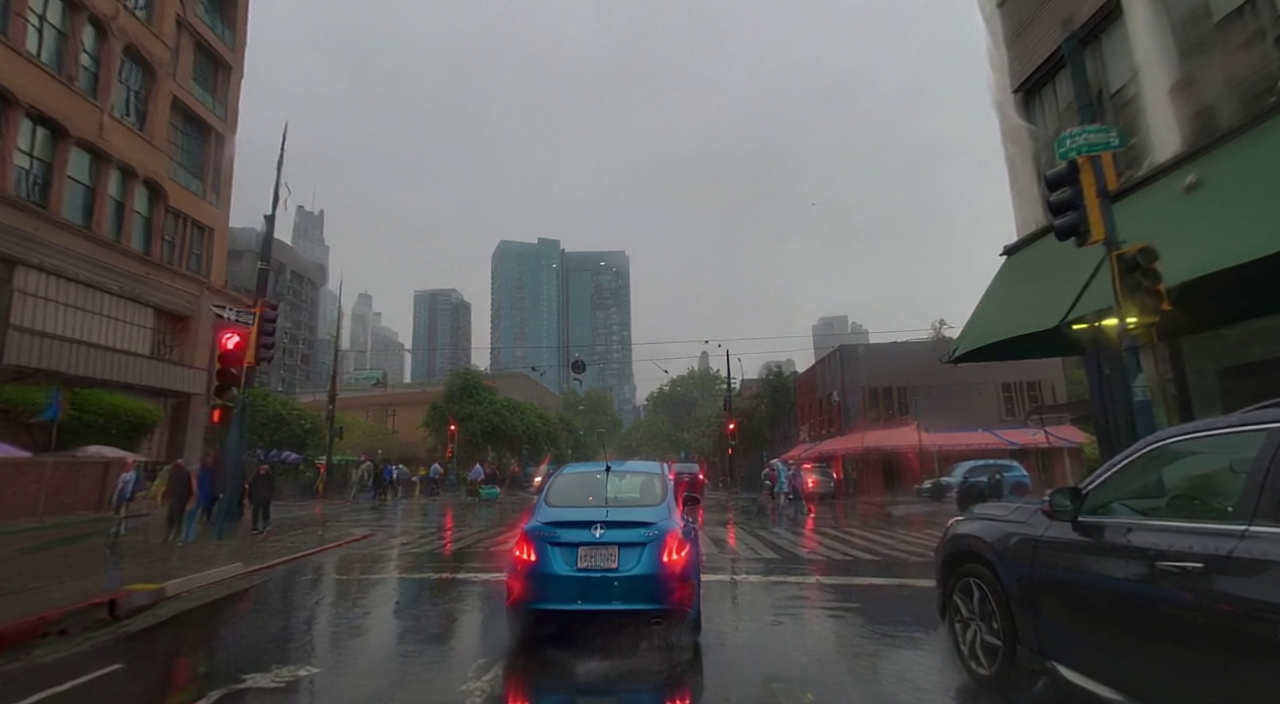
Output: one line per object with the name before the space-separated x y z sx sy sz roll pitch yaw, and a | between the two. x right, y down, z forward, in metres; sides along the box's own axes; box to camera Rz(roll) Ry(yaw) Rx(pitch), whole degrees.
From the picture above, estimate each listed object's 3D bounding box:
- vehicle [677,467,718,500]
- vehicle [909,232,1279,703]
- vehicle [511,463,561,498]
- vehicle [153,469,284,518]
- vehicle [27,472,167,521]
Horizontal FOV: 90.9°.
vehicle | 3.473 8.034 38.857 1.908 1.741 4.066 0 -9 -3
vehicle | 3.202 0.547 1.228 2.632 1.979 6.096 0 -9 0
vehicle | -6.342 7.876 39.011 2.226 1.896 4.438 -1 -9 1
vehicle | -19.782 6.644 29.739 4.750 2.083 2.002 -1 -9 3
vehicle | -25.490 6.778 29.735 4.588 2.048 2.110 0 -9 1
